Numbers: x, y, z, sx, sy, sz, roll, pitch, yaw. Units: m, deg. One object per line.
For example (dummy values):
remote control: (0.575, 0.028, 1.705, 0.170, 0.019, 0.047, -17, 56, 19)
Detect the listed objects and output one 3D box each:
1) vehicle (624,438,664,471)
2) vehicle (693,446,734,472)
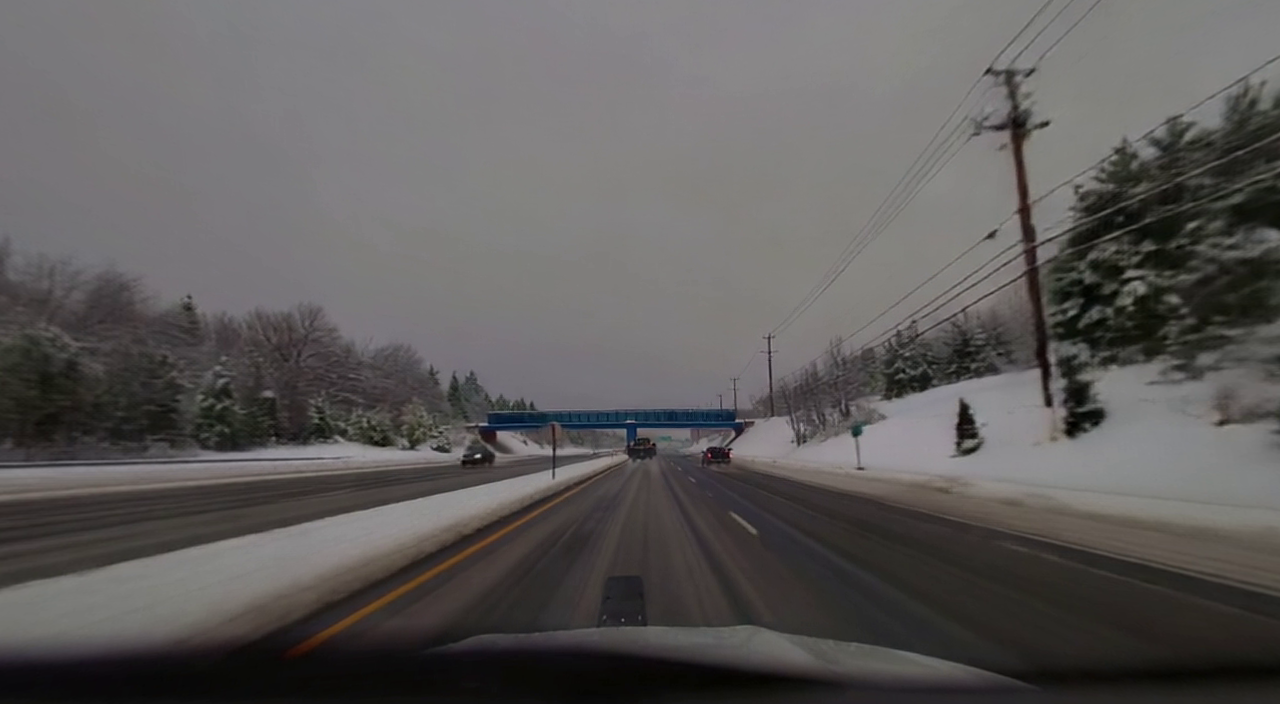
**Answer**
vehicle: (0.306, 6.490, 39.984, 2.369, 1.948, 5.343, 0, -9, 2)
vehicle: (4.572, 6.746, 39.967, 1.988, 1.505, 4.958, 0, -9, 0)
